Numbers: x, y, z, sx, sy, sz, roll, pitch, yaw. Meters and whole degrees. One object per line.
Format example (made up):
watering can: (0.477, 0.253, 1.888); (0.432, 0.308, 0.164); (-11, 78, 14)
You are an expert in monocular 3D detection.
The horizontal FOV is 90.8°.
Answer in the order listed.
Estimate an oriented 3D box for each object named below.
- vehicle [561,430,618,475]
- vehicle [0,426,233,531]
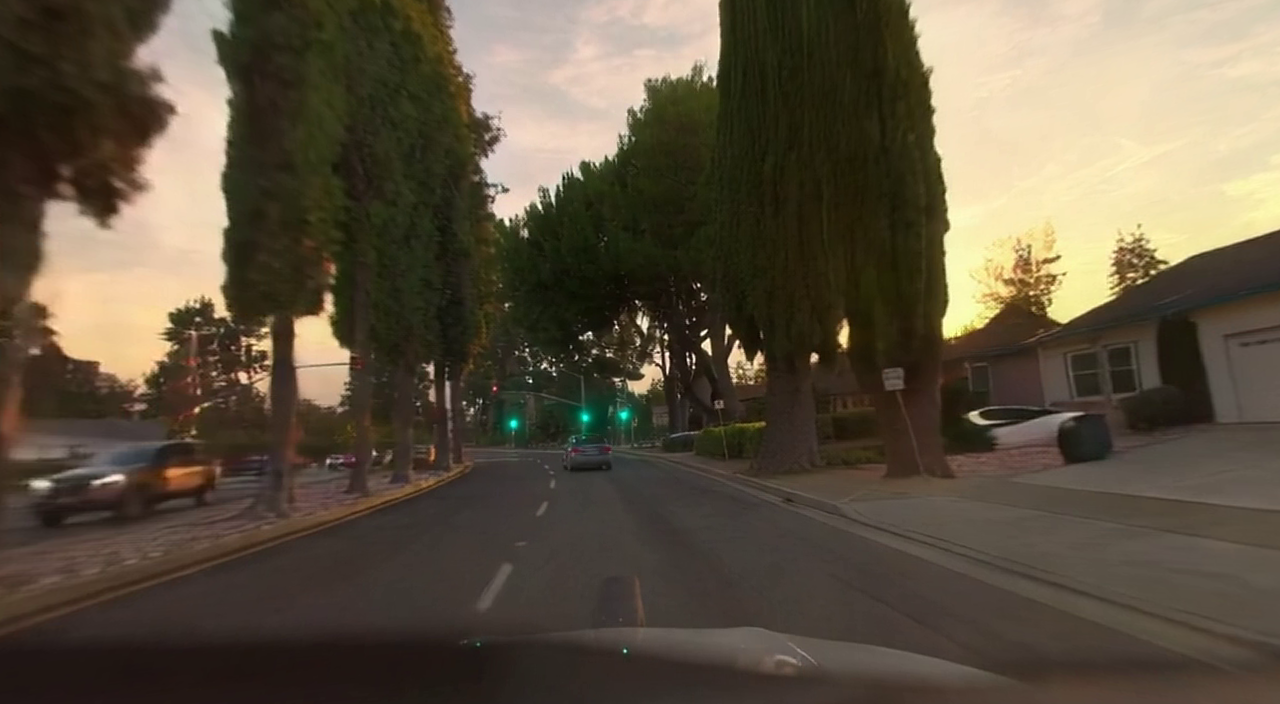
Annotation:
vehicle: (-2.195, 4.210, 26.710); (1.990, 1.707, 4.225); (1, -9, -10)
vehicle: (-12.380, 2.847, 14.982); (2.259, 1.973, 5.712); (1, -8, -8)
